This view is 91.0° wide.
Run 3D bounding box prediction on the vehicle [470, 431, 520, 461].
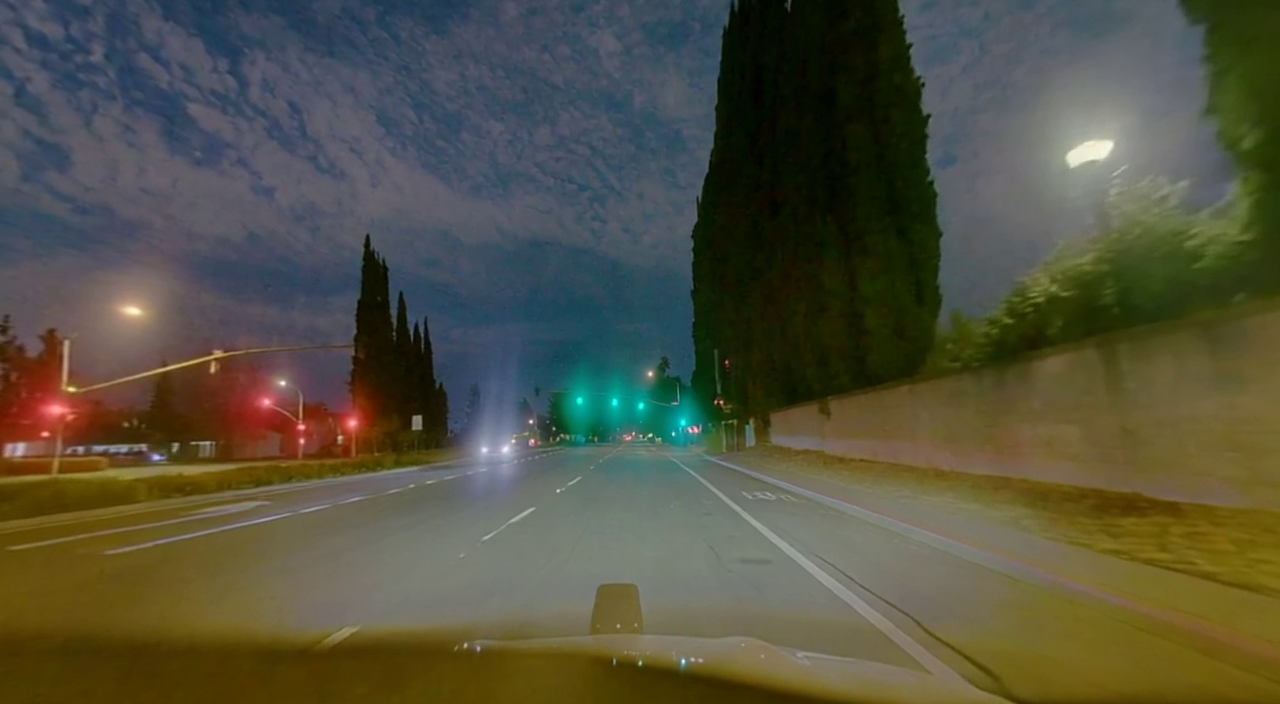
[{"bbox_3d":[-7.896,5.168,34.727,1.783,1.501,4.307,0,-8,-1],"label":"vehicle"}]
